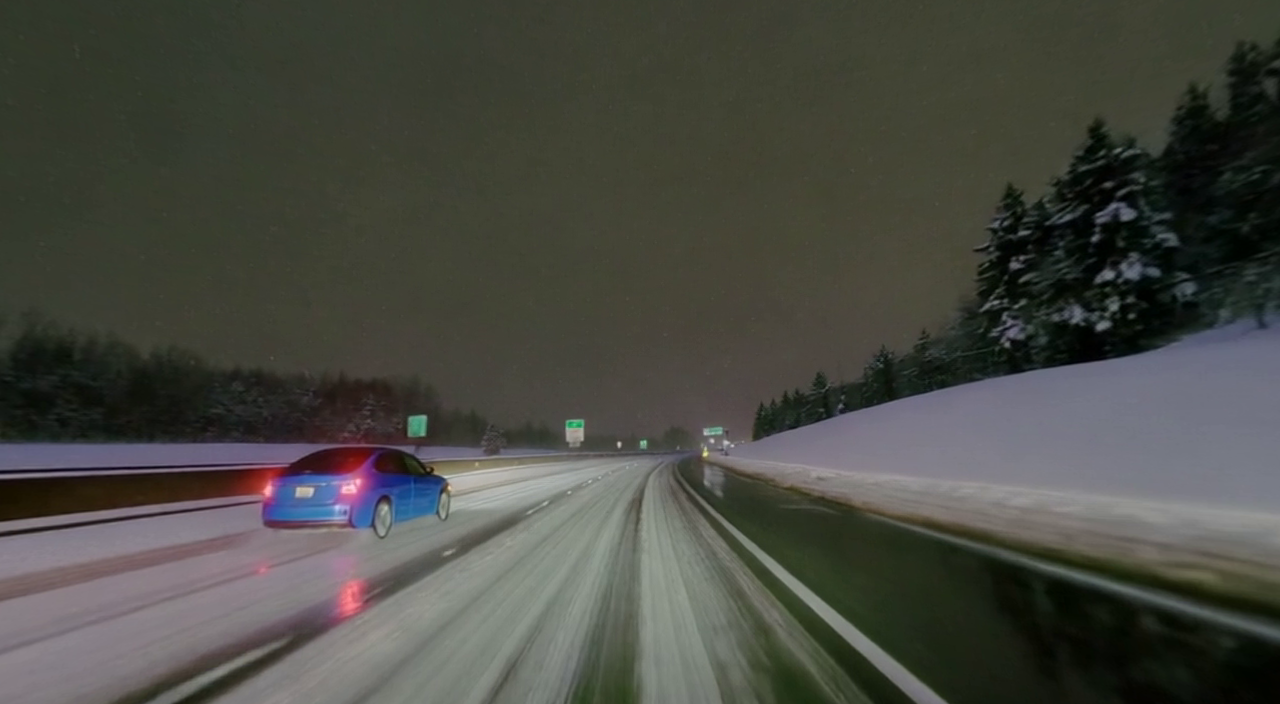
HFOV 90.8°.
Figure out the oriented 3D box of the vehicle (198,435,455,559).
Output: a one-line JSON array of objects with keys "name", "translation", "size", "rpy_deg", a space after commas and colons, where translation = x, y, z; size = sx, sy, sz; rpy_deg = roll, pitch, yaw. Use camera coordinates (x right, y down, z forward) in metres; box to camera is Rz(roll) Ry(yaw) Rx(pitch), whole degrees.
[{"name": "vehicle", "translation": [-4.408, 2.072, 9.670], "size": [1.928, 1.504, 3.745], "rpy_deg": [0, -9, 1]}]
